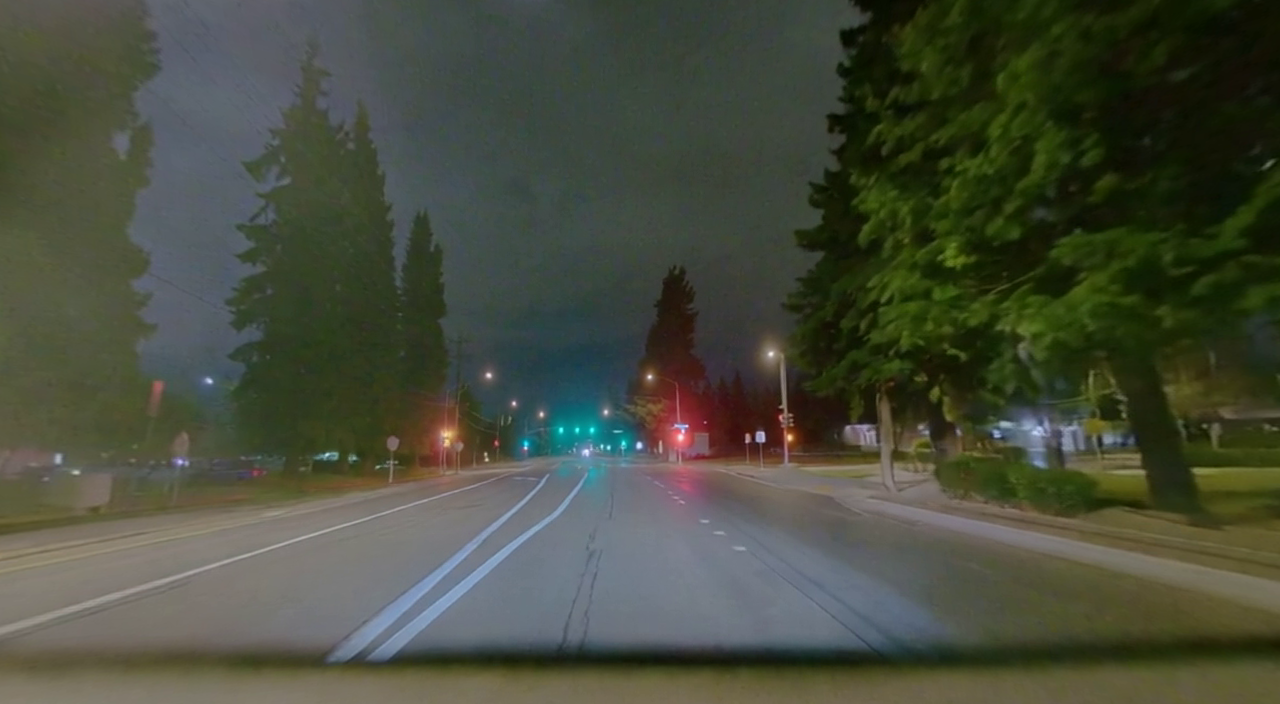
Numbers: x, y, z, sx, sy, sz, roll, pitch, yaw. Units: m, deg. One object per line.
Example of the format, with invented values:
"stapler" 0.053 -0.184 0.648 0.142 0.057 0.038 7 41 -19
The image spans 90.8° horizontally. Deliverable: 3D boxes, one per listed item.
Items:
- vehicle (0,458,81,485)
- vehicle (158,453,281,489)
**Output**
"vehicle" -40.550 7.949 42.106 4.377 1.654 2.018 3 -9 -18
"vehicle" -24.613 6.990 37.195 5.473 1.957 2.253 1 -8 -7
